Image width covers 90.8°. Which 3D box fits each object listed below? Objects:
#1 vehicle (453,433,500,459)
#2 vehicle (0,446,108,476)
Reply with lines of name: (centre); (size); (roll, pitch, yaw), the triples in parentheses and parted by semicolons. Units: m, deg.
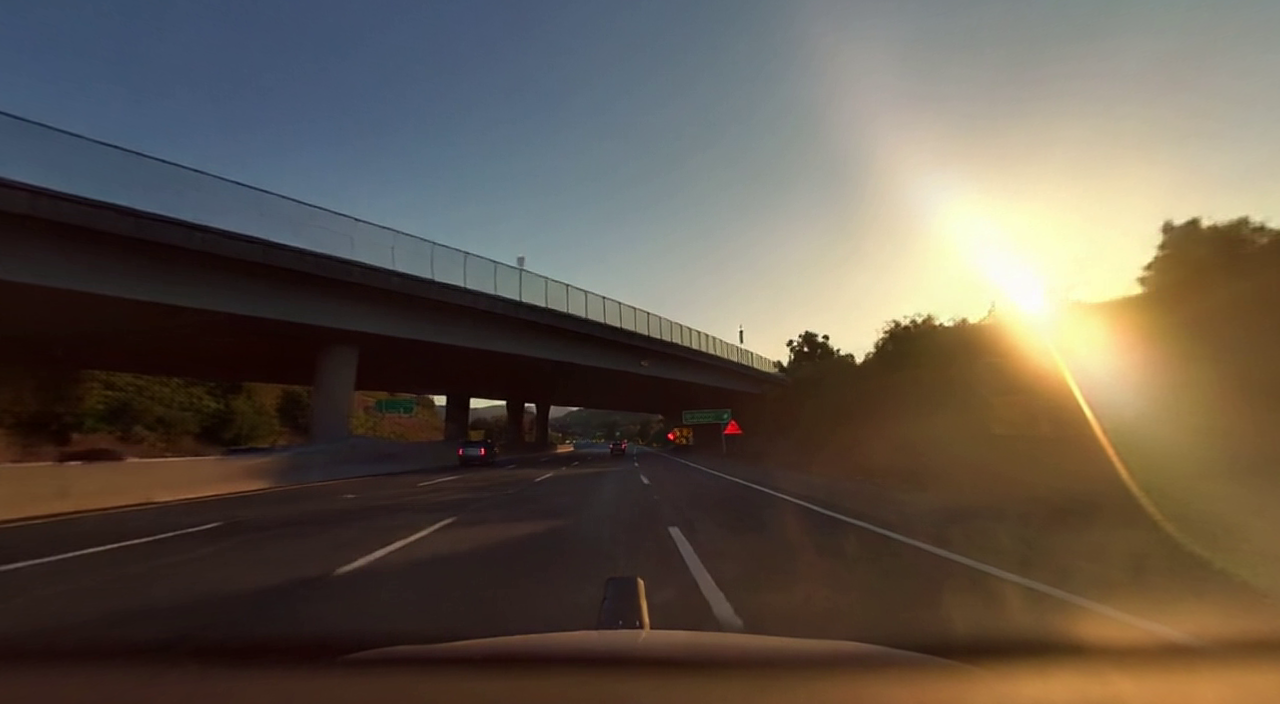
vehicle: (-12.479, 7.219, 48.466); (2.270, 1.936, 5.190); (0, -8, -1)
vehicle: (-30.887, 5.681, 33.287); (1.823, 1.460, 4.460); (0, -8, -1)
